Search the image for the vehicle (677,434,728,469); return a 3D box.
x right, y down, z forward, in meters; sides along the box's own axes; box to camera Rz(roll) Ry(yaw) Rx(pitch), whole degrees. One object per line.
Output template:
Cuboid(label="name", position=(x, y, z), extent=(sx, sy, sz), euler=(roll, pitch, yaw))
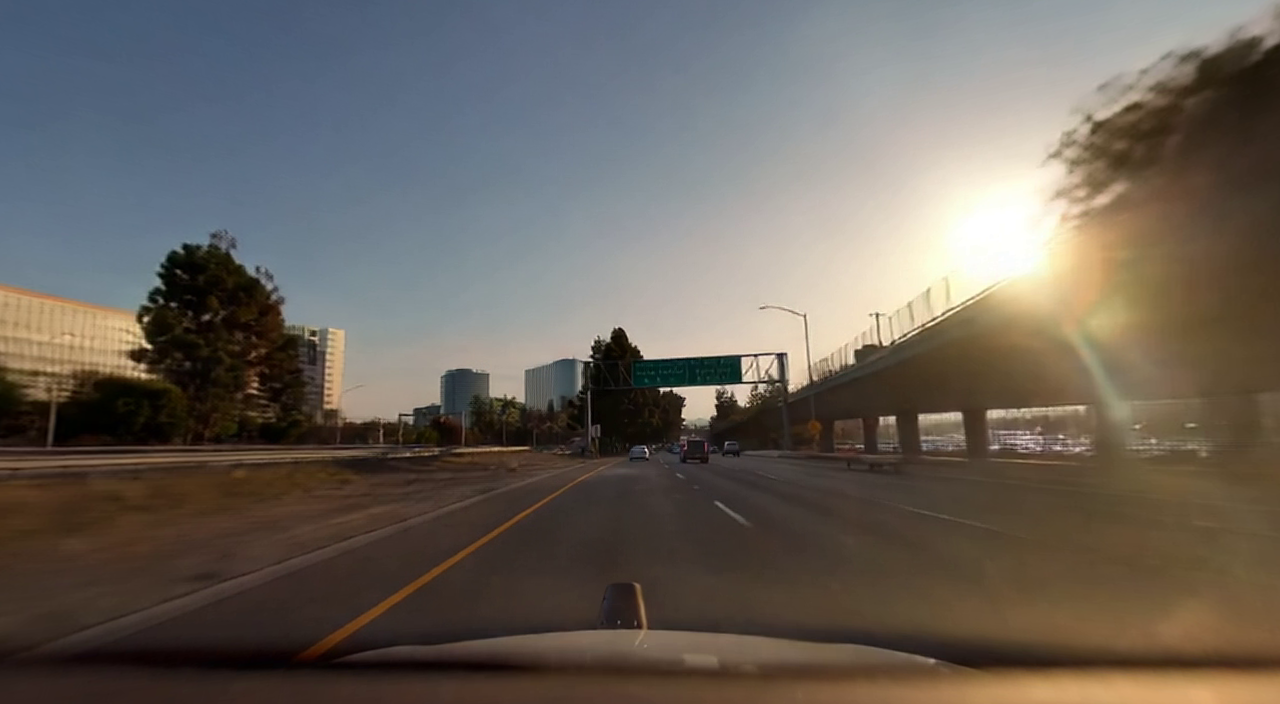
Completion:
Cuboid(label="vehicle", position=(3.373, 5.522, 35.166), extent=(2.226, 1.779, 4.835), euler=(0, -9, -1))

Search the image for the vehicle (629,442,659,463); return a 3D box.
Cuboid(label="vehicle", position=(0.333, 7.323, 46.036), extent=(2.046, 1.475, 3.784), euler=(0, -9, 1))
